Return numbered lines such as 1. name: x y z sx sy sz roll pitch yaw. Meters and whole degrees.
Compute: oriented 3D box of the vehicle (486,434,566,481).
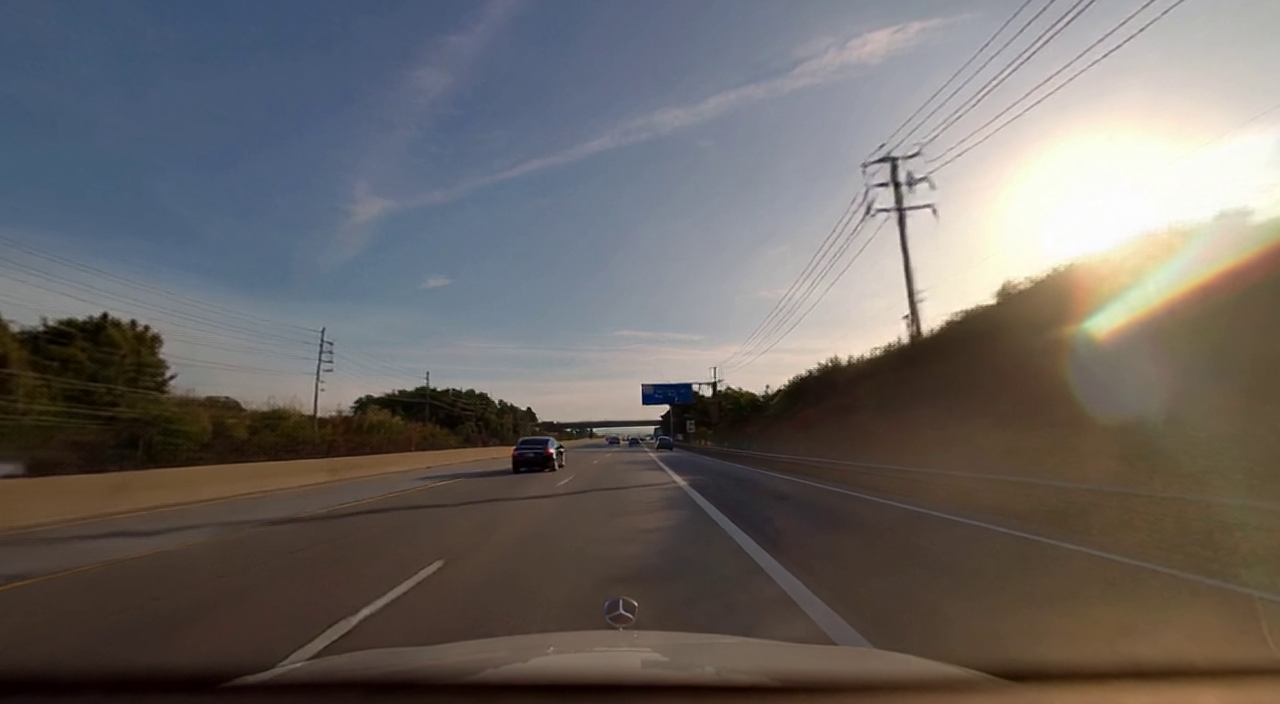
1. vehicle: -4.032 3.806 23.124 2.016 1.543 4.870 0 -8 0
